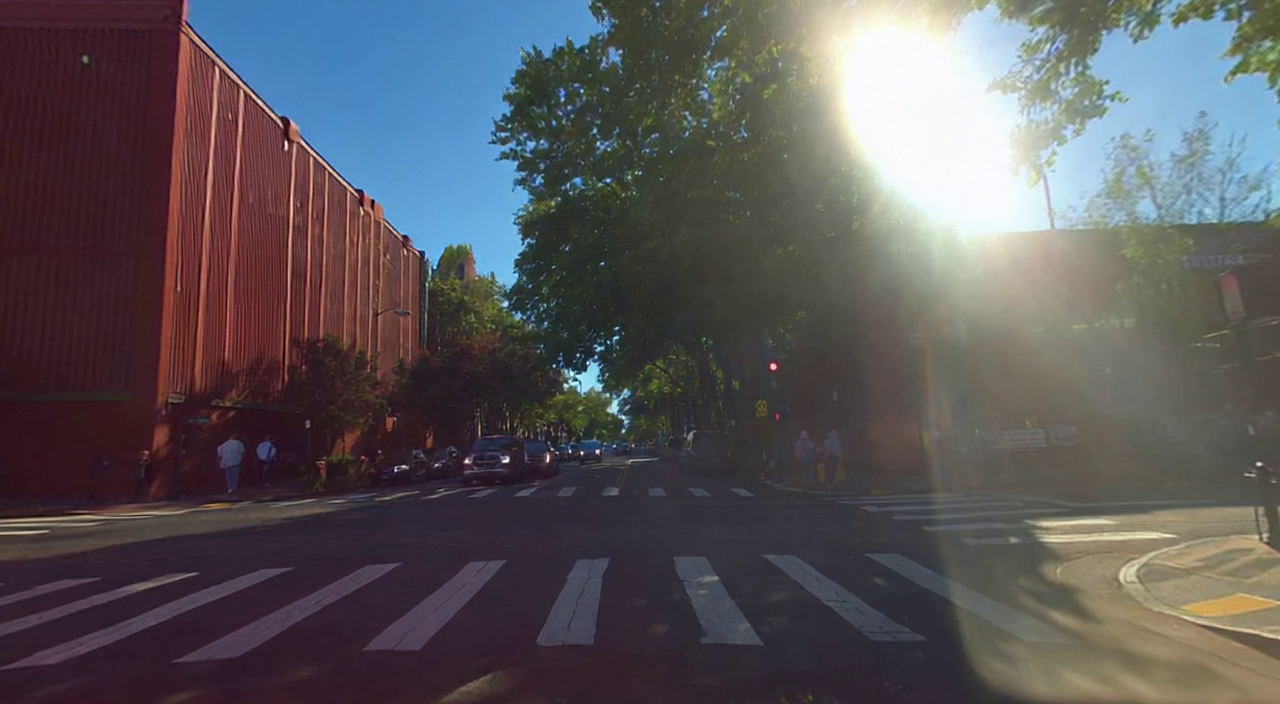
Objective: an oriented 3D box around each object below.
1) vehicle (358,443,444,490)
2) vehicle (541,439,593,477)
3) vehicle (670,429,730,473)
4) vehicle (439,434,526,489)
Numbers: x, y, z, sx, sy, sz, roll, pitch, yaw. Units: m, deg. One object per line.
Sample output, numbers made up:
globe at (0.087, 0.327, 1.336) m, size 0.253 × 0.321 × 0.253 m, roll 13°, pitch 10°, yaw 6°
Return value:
vehicle at (-9.912, 4.748, 26.582) m, size 2.216 × 1.804 × 4.526 m, roll 1°, pitch -8°, yaw -6°
vehicle at (-3.268, 4.850, 29.128) m, size 2.033 × 1.596 × 4.142 m, roll 0°, pitch -8°, yaw -2°
vehicle at (3.101, 5.308, 34.032) m, size 2.557 × 2.188 × 5.164 m, roll 1°, pitch -8°, yaw -2°
vehicle at (-5.908, 4.140, 24.324) m, size 2.242 × 1.887 × 4.924 m, roll 0°, pitch -8°, yaw -2°
